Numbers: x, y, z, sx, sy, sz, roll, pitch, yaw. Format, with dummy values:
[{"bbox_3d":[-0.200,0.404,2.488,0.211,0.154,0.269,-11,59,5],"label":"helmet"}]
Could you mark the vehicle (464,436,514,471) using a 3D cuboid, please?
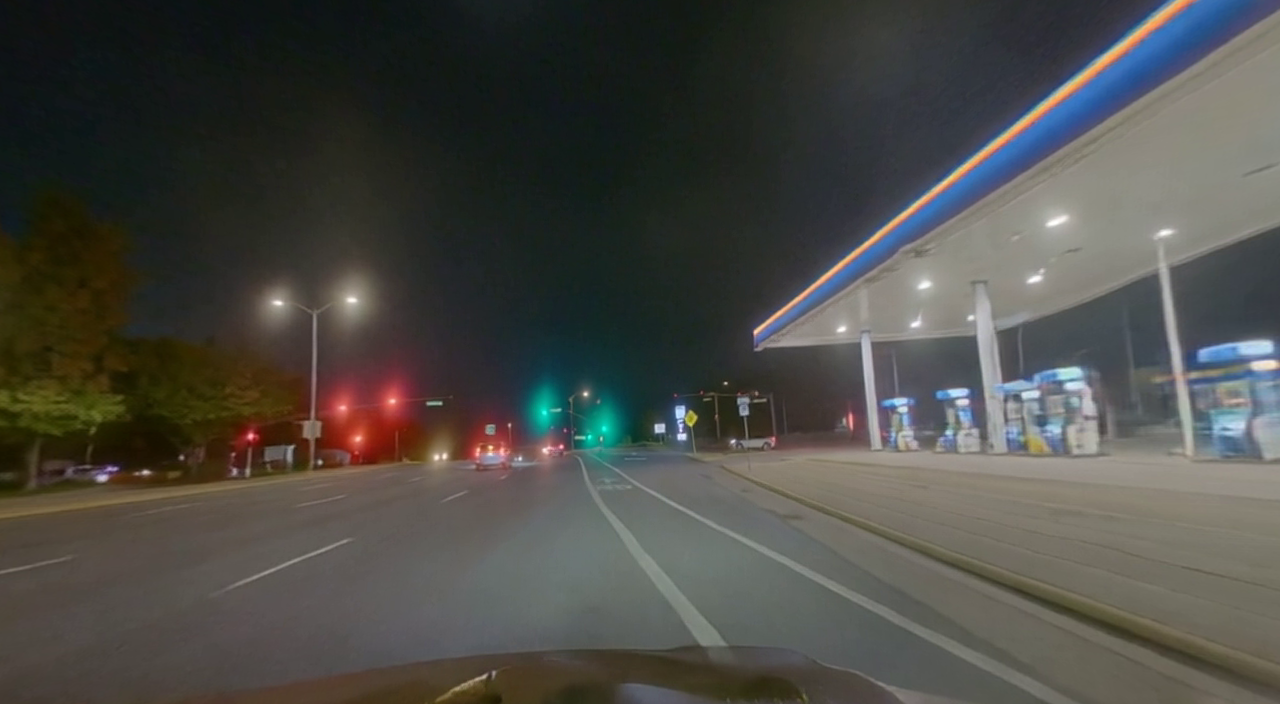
[{"bbox_3d":[-8.281,5.591,35.014,1.985,1.772,4.479,0,-8,-4],"label":"vehicle"}]
